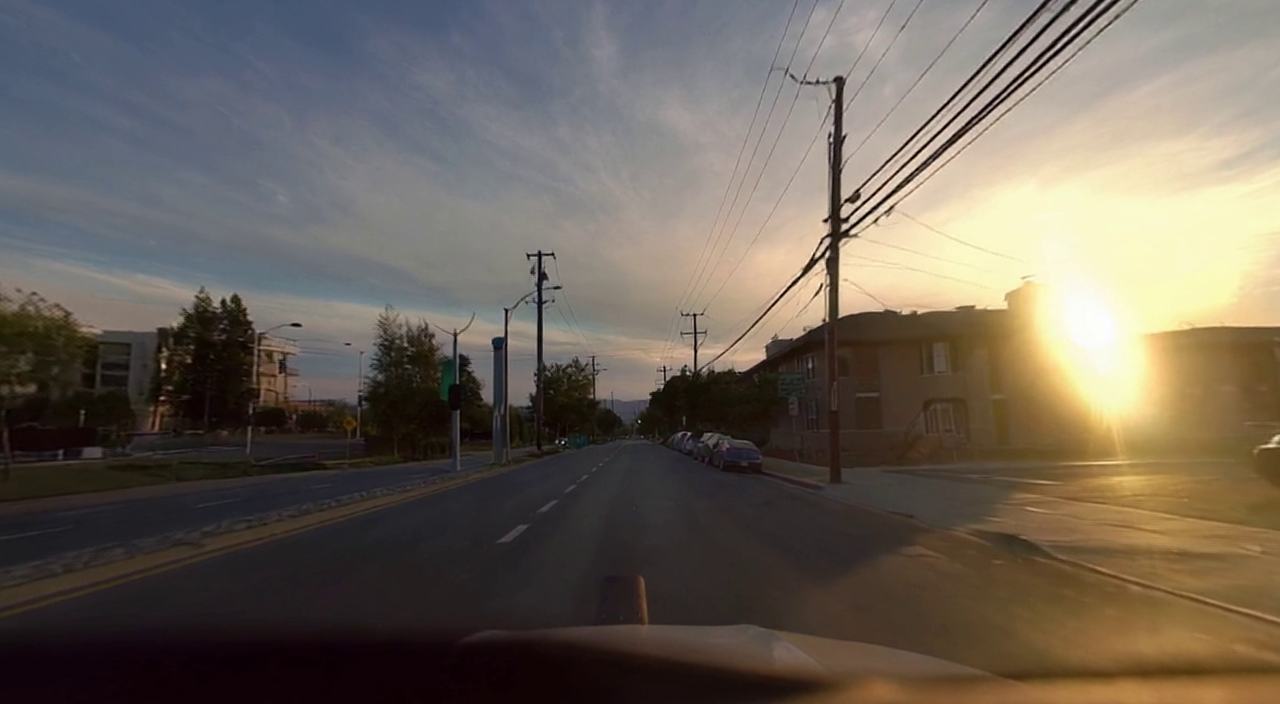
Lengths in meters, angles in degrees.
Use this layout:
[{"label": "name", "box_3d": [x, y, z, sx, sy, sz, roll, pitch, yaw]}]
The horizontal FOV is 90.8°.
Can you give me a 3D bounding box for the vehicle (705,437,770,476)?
[{"label": "vehicle", "box_3d": [3.868, 4.202, 25.769, 1.785, 1.441, 4.458, 0, -8, -2]}]
